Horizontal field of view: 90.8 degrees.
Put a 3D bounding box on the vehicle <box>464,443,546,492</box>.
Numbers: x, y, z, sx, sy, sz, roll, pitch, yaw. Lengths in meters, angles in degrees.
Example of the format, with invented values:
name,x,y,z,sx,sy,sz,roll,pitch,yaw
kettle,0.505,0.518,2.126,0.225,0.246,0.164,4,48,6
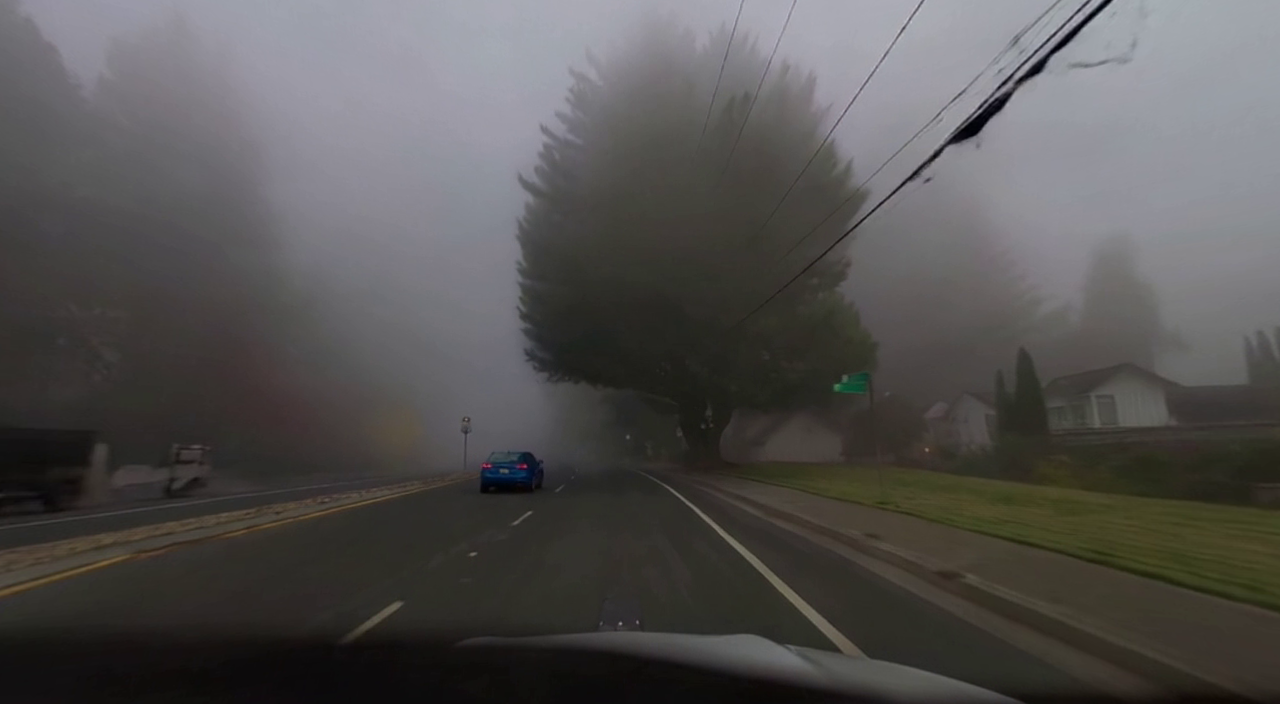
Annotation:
name,x,y,z,sx,sy,sz,roll,pitch,yaw
vehicle,-4.563,3.954,22.116,1.980,1.508,4.502,0,-8,-2
